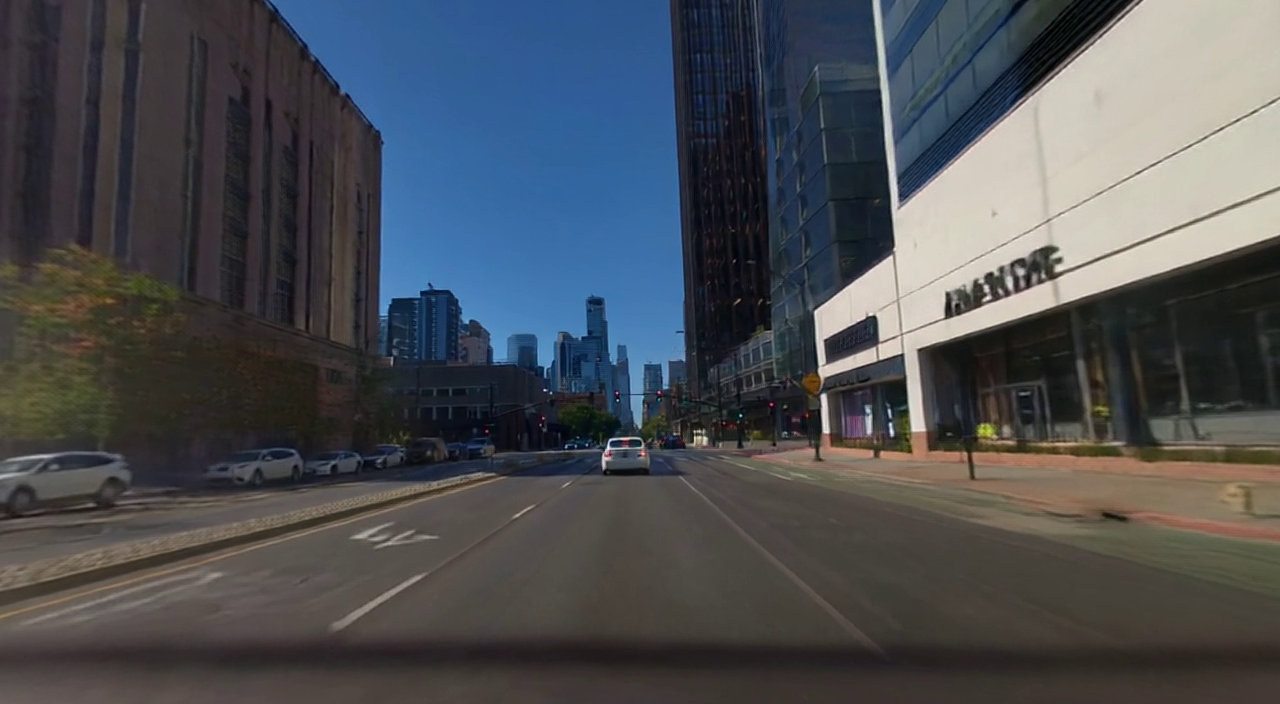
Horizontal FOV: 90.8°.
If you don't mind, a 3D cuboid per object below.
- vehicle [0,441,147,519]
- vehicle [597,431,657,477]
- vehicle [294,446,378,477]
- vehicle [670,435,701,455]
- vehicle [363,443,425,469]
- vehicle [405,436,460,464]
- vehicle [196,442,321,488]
[{"bbox_3d":[-15.626,3.275,16.481,1.981,1.755,4.113,-1,-9,3],"label":"vehicle"},{"bbox_3d":[-0.429,3.737,23.261,2.045,1.510,3.690,-1,-8,0],"label":"vehicle"},{"bbox_3d":[-15.723,5.676,33.021,1.931,1.455,5.023,-1,-9,0],"label":"vehicle"},{"bbox_3d":[3.437,7.137,48.492,2.122,1.454,4.271,-1,-8,1],"label":"vehicle"},{"bbox_3d":[-15.688,6.661,40.610,2.131,1.560,4.563,-1,-9,1],"label":"vehicle"},{"bbox_3d":[-15.511,7.377,47.631,2.250,1.981,5.861,-1,-9,0],"label":"vehicle"},{"bbox_3d":[-15.631,4.626,26.281,2.130,1.692,4.734,-1,-9,2],"label":"vehicle"}]
